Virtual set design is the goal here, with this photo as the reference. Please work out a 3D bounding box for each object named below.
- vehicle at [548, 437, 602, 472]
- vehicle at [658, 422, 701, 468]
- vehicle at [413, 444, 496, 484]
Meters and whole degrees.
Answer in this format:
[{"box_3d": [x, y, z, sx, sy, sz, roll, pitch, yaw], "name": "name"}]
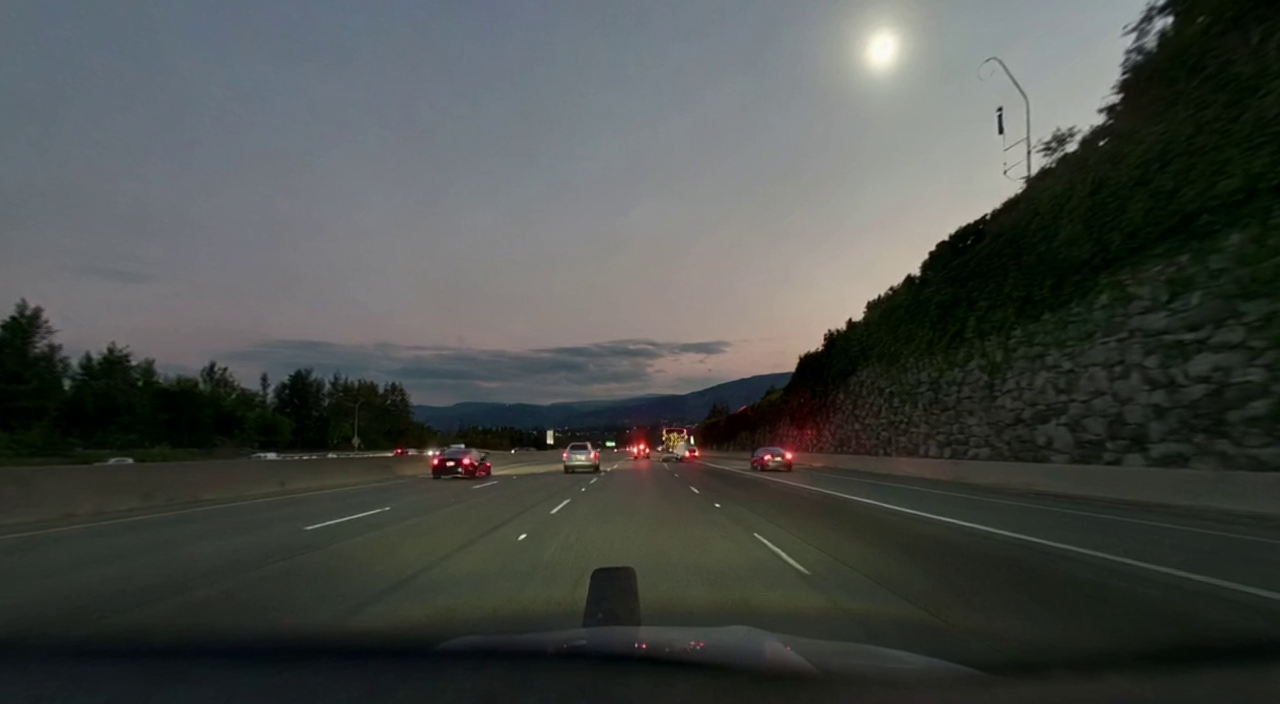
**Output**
[{"box_3d": [-3.897, 6.326, 39.251, 2.720, 2.041, 5.432, 0, -8, 1], "name": "vehicle"}, {"box_3d": [2.860, 7.095, 48.138, 2.795, 3.187, 7.205, 0, -8, 0], "name": "vehicle"}, {"box_3d": [-7.633, 4.641, 26.482, 2.102, 1.522, 4.394, 0, -8, 0], "name": "vehicle"}]
